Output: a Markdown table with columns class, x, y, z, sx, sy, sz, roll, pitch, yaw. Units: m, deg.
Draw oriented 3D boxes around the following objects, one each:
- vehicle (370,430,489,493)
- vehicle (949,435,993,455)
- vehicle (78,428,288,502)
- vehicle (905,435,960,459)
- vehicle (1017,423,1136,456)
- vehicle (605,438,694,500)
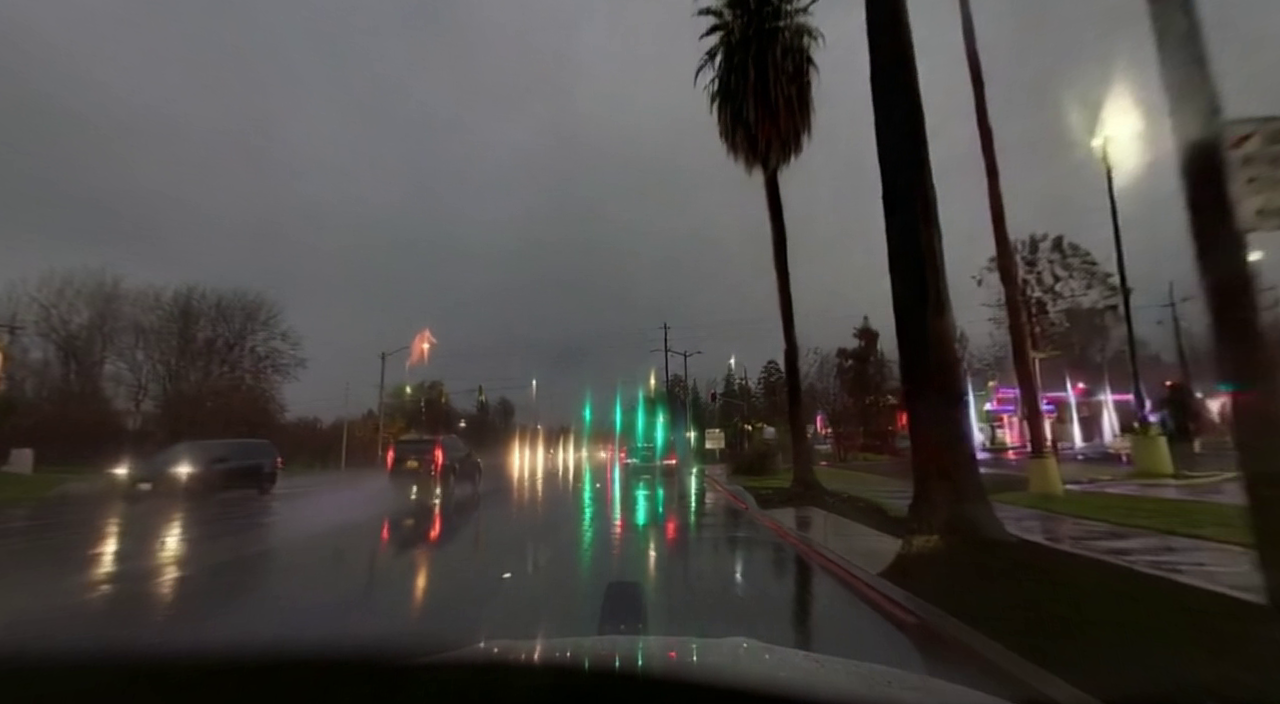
| class | x | y | z | sx | sy | sz | roll | pitch | yaw |
| --- | --- | --- | --- | --- | --- | --- | --- | --- | --- |
| vehicle | -6.306 | 3.339 | 19.434 | 2.057 | 1.705 | 4.394 | 0 | -9 | 1 |
| vehicle | 25.795 | 7.216 | 48.831 | 1.781 | 1.477 | 4.202 | -8 | -12 | 44 |
| vehicle | -12.971 | 3.243 | 18.456 | 2.128 | 1.818 | 5.441 | 0 | -9 | -1 |
| vehicle | 20.168 | 6.545 | 43.192 | 4.471 | 1.501 | 1.952 | 9 | -12 | -44 |
| vehicle | 26.317 | 5.307 | 37.952 | 5.769 | 1.925 | 2.364 | 2 | -9 | -10 |
| vehicle | 0.290 | 3.152 | 17.396 | 2.145 | 1.483 | 4.453 | 0 | -9 | 1 |
